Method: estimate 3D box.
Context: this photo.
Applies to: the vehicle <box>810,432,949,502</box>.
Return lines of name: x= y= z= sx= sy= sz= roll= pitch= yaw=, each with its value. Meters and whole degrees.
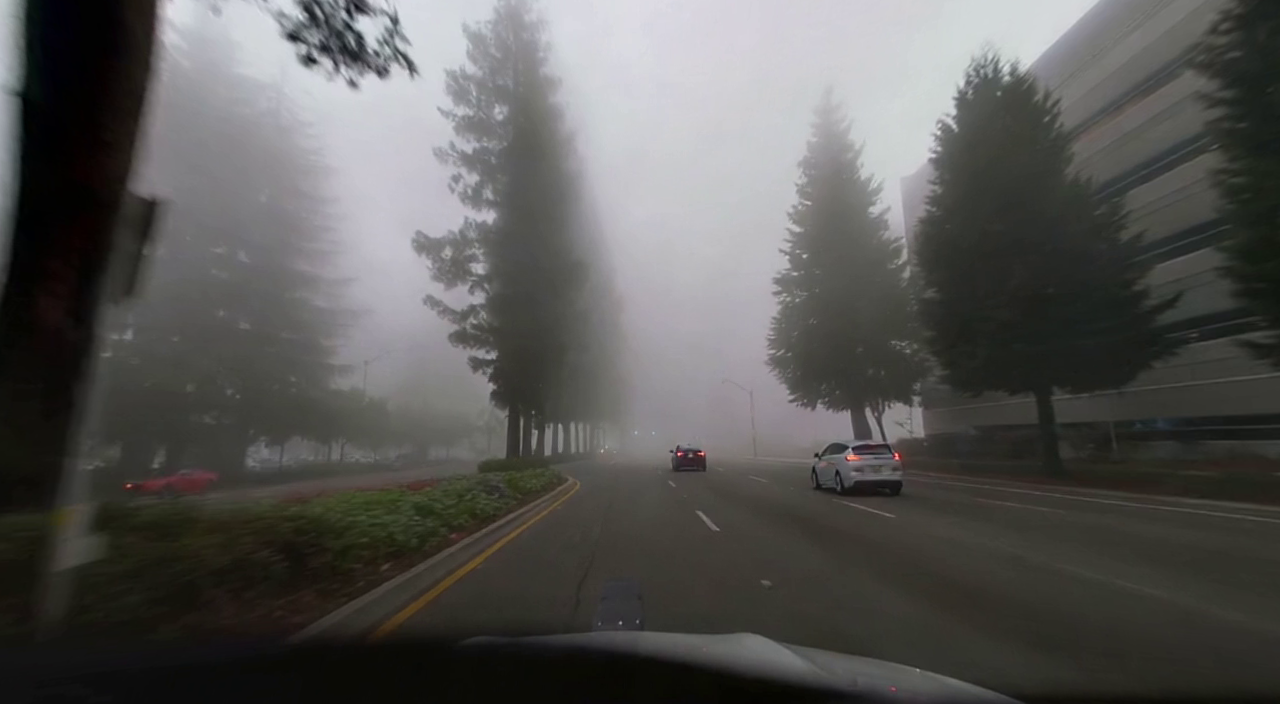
vehicle: x=6.193 y=3.014 z=16.954 sx=2.000 sy=1.618 sz=4.238 roll=0 pitch=-9 yaw=-1

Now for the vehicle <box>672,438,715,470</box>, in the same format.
vehicle: x=3.104 y=6.061 z=37.607 sx=2.095 sy=1.759 sz=4.862 roll=0 pitch=-9 yaw=-1

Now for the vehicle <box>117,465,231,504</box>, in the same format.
vehicle: x=-21.497 y=6.106 z=29.428 sx=1.900 sy=1.479 sz=4.520 roll=0 pitch=-9 yaw=0
